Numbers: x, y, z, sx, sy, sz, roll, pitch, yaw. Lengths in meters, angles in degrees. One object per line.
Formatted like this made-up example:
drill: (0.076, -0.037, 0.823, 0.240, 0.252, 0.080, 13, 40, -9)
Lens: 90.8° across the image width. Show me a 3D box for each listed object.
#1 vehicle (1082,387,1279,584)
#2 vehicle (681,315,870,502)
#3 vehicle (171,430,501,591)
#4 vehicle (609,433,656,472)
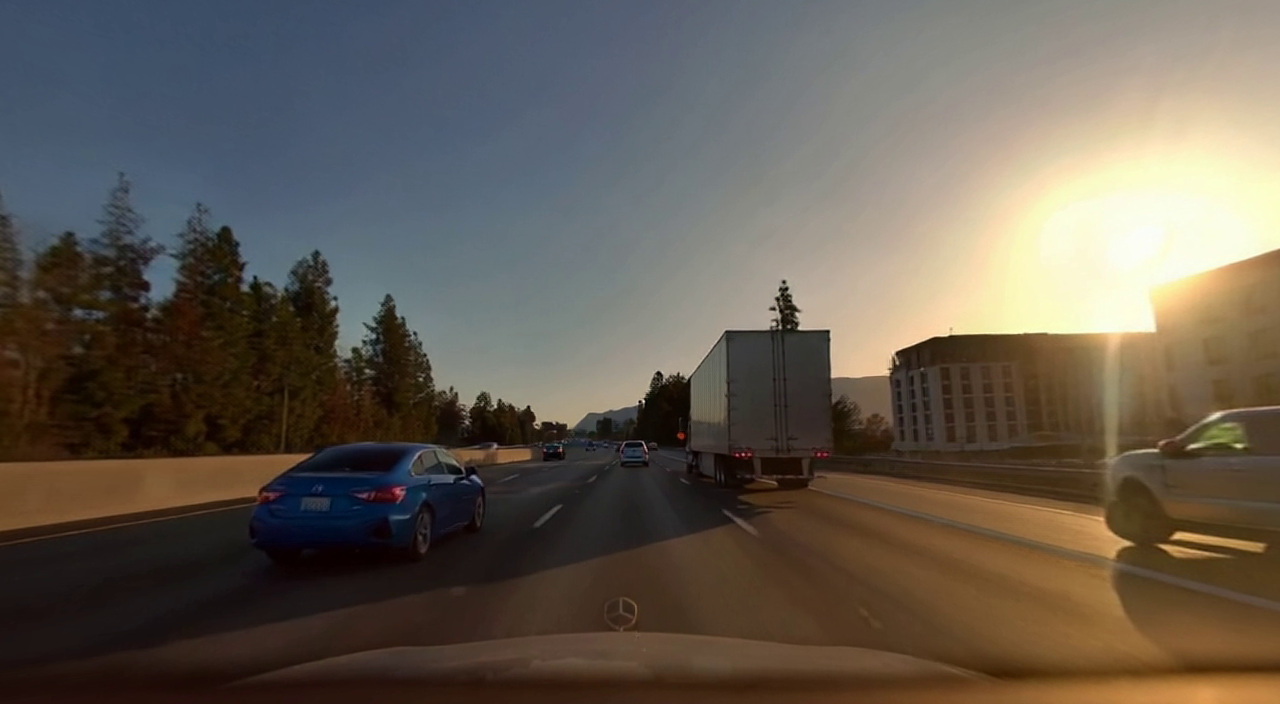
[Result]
vehicle: (6.952, 1.184, 5.552, 2.106, 1.795, 5.489, 0, -9, 0)
vehicle: (3.418, 2.344, 21.355, 2.876, 4.086, 15.117, 0, -9, -1)
vehicle: (-3.205, 1.764, 7.932, 1.864, 1.406, 4.544, 0, -9, 0)
vehicle: (-0.379, 5.039, 31.786, 2.203, 1.805, 4.358, 0, -9, -1)
